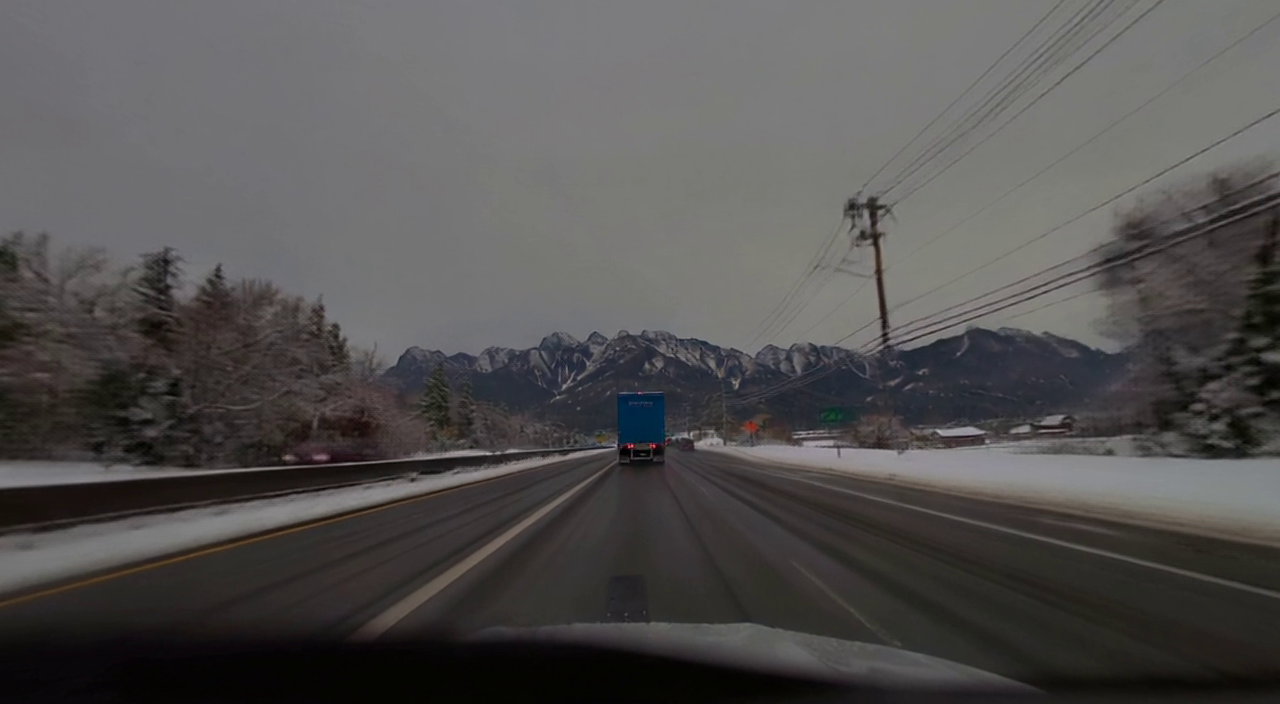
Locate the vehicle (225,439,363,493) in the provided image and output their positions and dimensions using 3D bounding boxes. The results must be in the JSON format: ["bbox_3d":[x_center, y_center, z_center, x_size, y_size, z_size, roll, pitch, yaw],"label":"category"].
[{"bbox_3d":[-12.488,4.127,23.246,2.220,1.764,5.000,0,-8,0],"label":"vehicle"}]

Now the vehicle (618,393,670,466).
[{"bbox_3d":[0.173,5.260,41.734,2.919,4.101,11.541,0,-8,0],"label":"vehicle"}]
